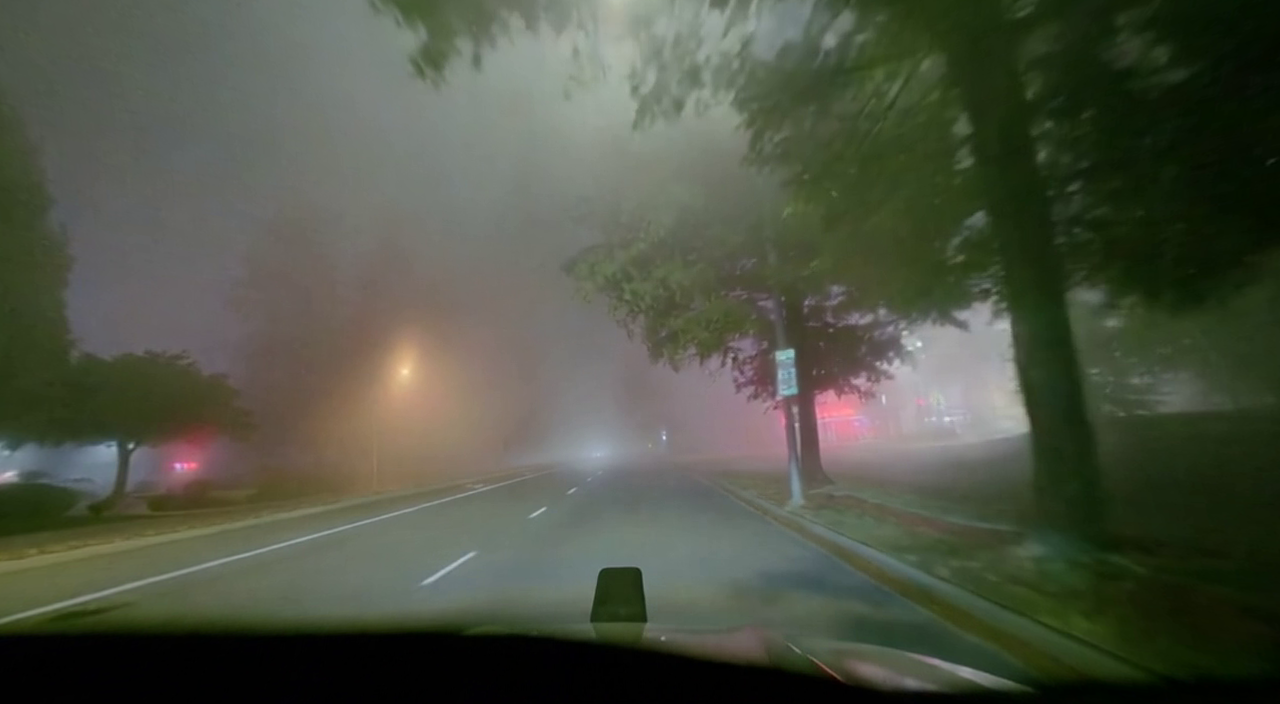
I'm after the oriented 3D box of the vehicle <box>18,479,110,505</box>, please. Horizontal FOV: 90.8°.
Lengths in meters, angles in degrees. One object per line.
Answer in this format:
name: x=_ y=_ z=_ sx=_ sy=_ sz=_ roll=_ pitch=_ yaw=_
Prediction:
vehicle: x=-40.546 y=9.882 z=44.549 sx=1.902 sy=1.627 sz=4.330 roll=-12 pitch=-17 yaw=38
